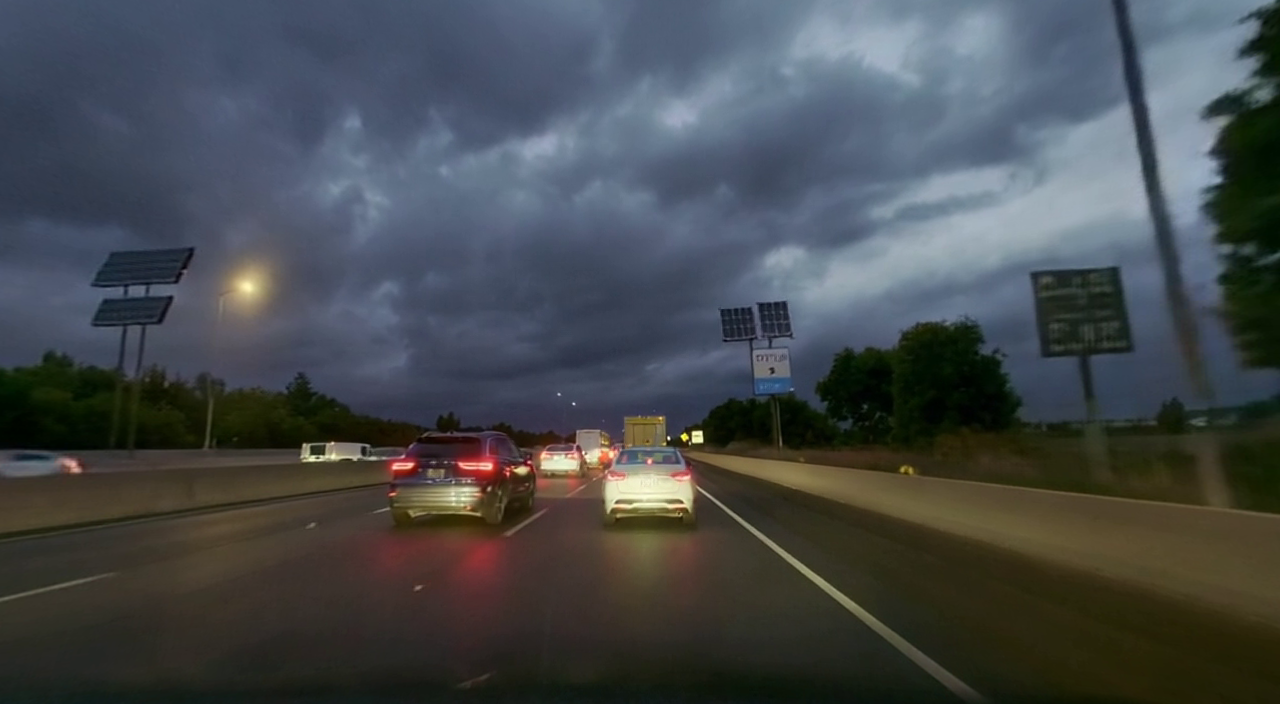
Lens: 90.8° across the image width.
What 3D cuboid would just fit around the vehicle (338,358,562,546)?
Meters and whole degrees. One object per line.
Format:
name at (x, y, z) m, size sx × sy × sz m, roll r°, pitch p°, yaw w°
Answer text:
vehicle at (-3.199, 1.970, 12.681) m, size 2.289 × 2.757 × 6.726 m, roll 0°, pitch -9°, yaw 1°

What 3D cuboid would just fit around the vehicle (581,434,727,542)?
vehicle at (0.185, 2.201, 10.742) m, size 2.063 × 1.507 × 3.488 m, roll 0°, pitch -9°, yaw 0°
